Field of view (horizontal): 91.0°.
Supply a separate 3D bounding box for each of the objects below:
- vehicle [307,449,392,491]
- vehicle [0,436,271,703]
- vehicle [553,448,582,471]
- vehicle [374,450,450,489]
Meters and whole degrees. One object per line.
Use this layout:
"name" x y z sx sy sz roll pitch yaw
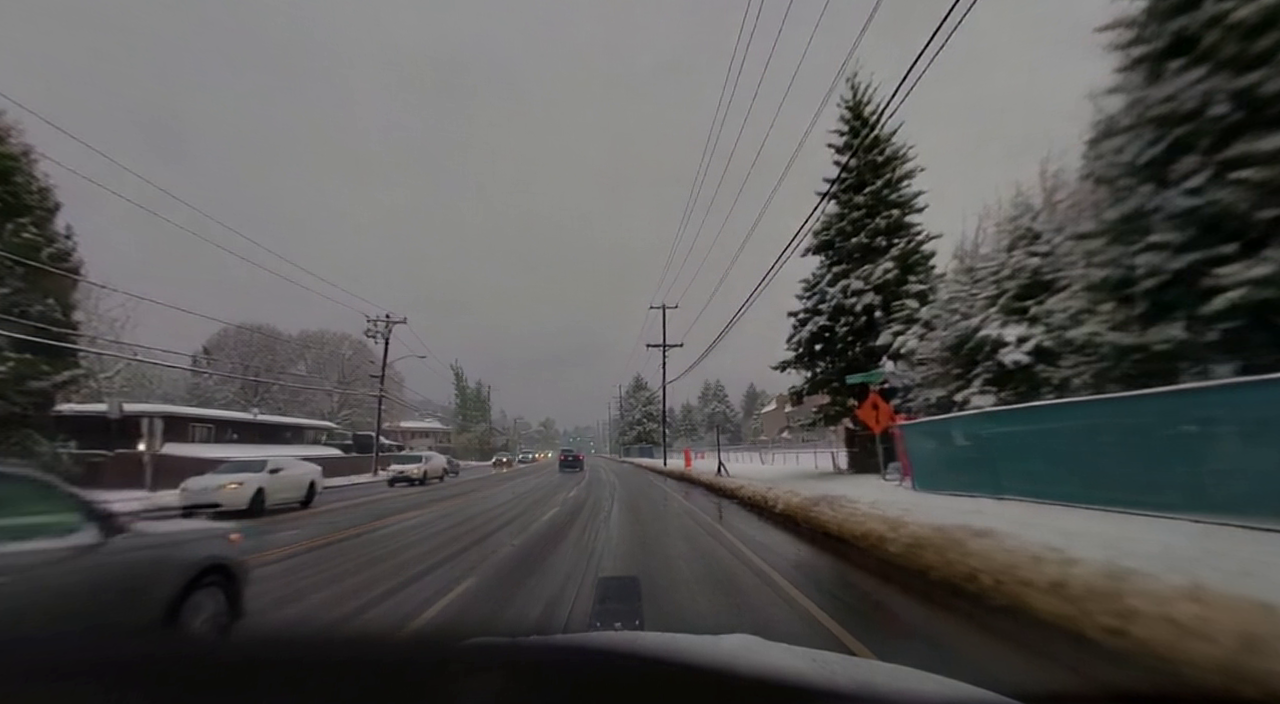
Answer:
"vehicle" -14.831 6.018 32.502 2.165 1.907 5.062 1 -9 -3
"vehicle" -3.669 1.025 2.185 2.020 1.489 4.469 1 -9 0
"vehicle" -5.319 7.940 46.691 1.992 1.515 4.289 1 -9 -5
"vehicle" -10.744 5.545 30.079 2.043 1.654 4.642 1 -9 -2
